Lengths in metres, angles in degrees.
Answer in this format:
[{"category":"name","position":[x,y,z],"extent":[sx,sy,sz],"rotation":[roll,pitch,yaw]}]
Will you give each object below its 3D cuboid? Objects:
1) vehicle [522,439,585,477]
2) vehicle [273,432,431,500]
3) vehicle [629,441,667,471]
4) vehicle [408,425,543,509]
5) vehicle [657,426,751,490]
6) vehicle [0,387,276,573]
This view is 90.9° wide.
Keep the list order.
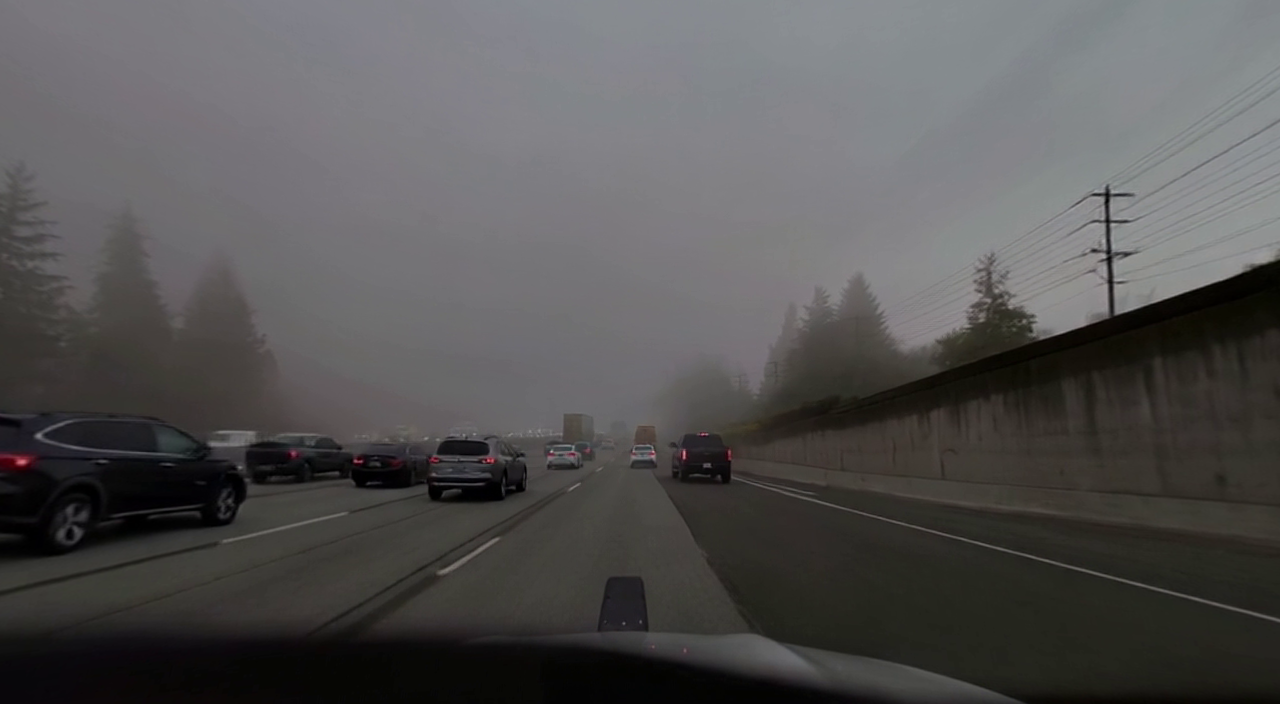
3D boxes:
[{"category":"vehicle","position":[-3.723,4.671,28.043],"extent":[2.049,1.530,4.707],"rotation":[0,-8,1]},{"category":"vehicle","position":[-7.350,2.950,16.772],"extent":[1.985,1.529,4.710],"rotation":[0,-8,0]},{"category":"vehicle","position":[0.417,5.976,36.467],"extent":[2.092,1.671,3.889],"rotation":[0,-8,-1]},{"category":"vehicle","position":[-3.764,2.711,15.365],"extent":[2.026,1.719,4.490],"rotation":[0,-8,0]},{"category":"vehicle","position":[2.232,3.992,24.197],"extent":[2.793,2.132,5.682],"rotation":[0,-8,-3]},{"category":"vehicle","position":[-7.403,1.588,8.447],"extent":[2.222,1.825,4.640],"rotation":[0,-8,0]}]
